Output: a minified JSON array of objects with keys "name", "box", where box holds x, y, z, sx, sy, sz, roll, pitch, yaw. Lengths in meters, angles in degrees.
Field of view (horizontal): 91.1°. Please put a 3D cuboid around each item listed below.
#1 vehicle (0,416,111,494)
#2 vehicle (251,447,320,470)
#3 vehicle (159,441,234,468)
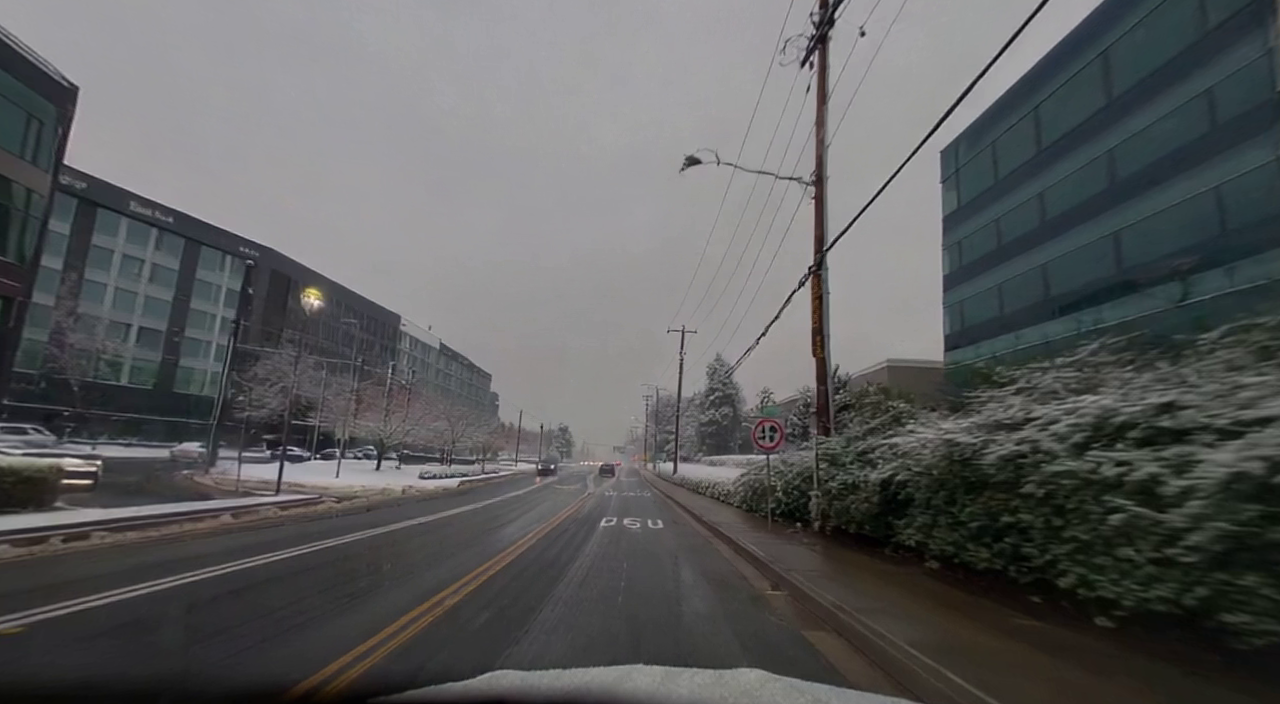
[{"name":"vehicle","box":[-14.678,2.298,14.027,1.913,1.640,4.260,0,-10,1]},{"name":"vehicle","box":[-27.170,8.163,48.180,4.630,1.710,2.035,-4,-11,22]},{"name":"vehicle","box":[-29.333,6.799,41.529,3.973,1.647,1.896,-3,-11,19]}]
